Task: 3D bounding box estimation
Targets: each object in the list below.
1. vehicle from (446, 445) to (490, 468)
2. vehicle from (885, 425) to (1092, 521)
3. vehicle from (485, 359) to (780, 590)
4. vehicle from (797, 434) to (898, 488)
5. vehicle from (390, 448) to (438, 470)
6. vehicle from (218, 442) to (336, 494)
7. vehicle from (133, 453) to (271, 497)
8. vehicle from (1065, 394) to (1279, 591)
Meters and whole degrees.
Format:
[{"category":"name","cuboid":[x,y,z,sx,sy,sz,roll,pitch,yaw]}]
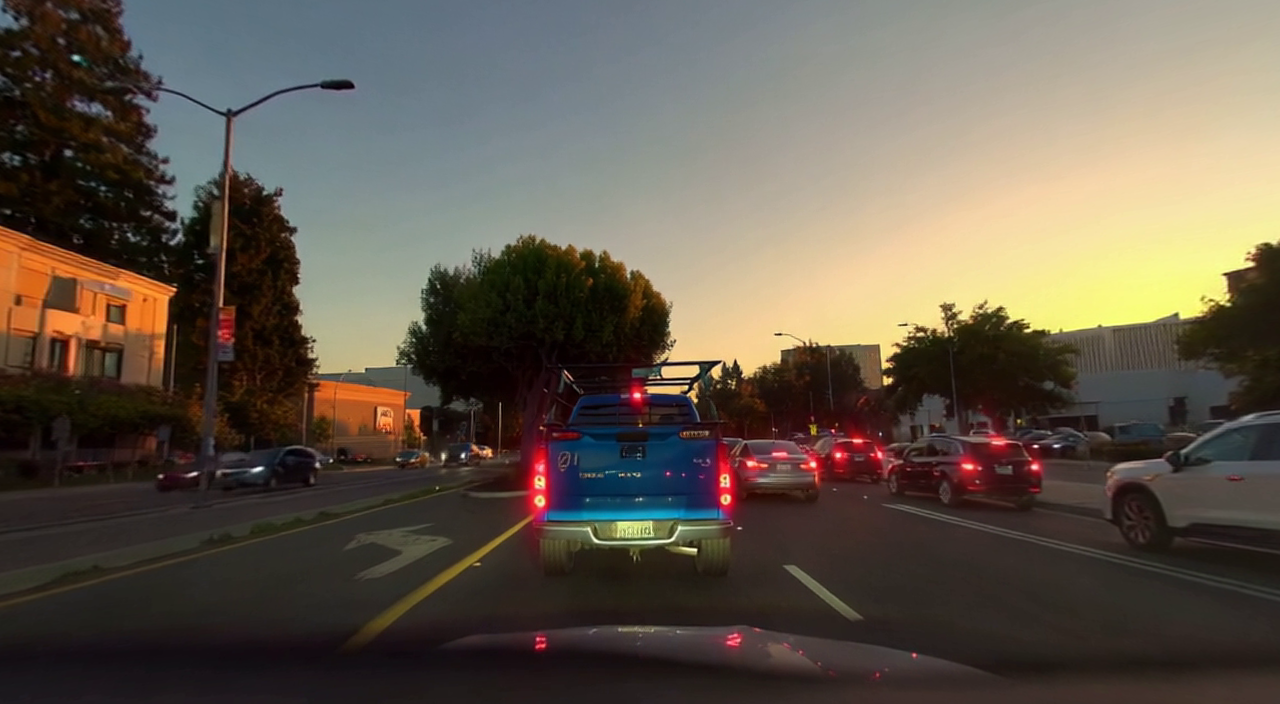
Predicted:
[{"category":"vehicle","cuboid":[-12.635,7.668,46.692,1.928,1.591,4.509,0,-9,0]},{"category":"vehicle","cuboid":[7.068,2.479,13.469,1.931,1.692,4.267,0,-9,0]},{"category":"vehicle","cuboid":[-0.109,1.536,8.713,2.682,2.117,5.706,0,-9,-1]},{"category":"vehicle","cuboid":[7.073,3.760,22.102,1.953,1.665,4.327,0,-9,-2]},{"category":"vehicle","cuboid":[-16.090,7.620,45.256,1.805,1.466,4.341,0,-9,0]},{"category":"vehicle","cuboid":[-12.022,3.839,21.249,1.781,1.558,3.688,0,-9,-1]},{"category":"vehicle","cuboid":[-15.604,4.375,22.846,1.854,1.364,4.357,0,-9,0]},{"category":"vehicle","cuboid":[6.826,1.357,6.273,2.023,1.771,4.488,0,-9,0]}]
